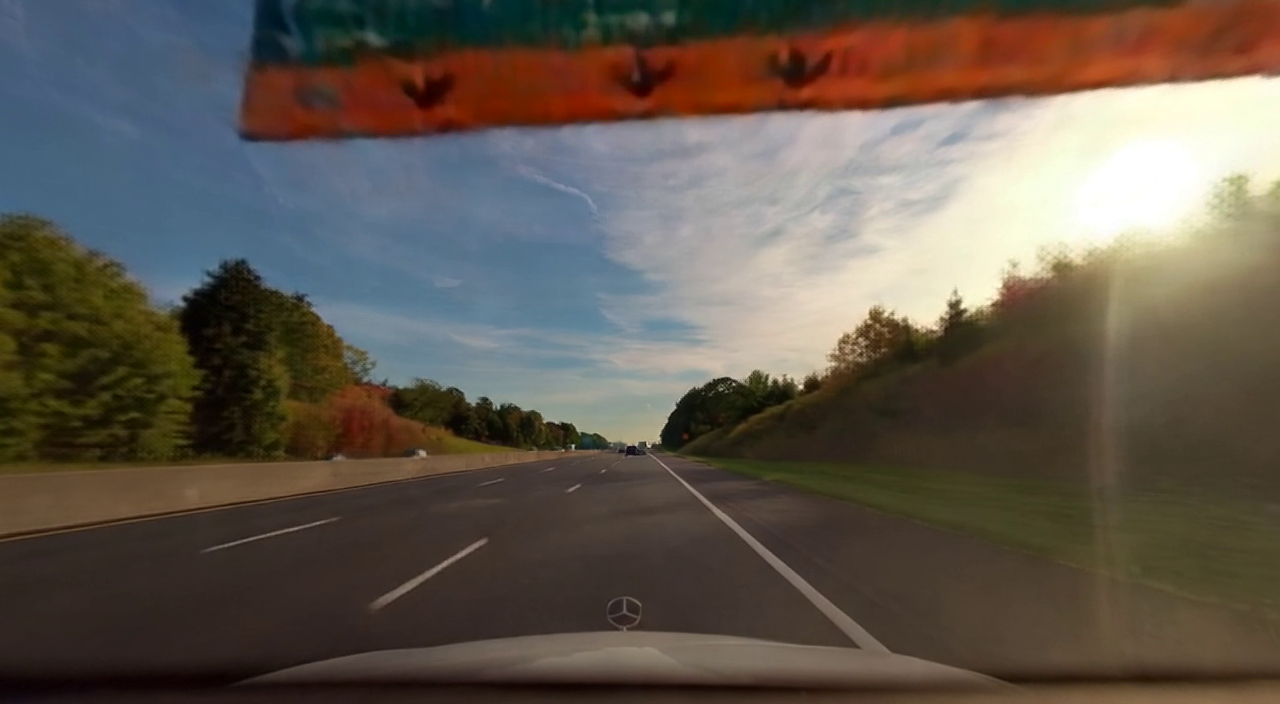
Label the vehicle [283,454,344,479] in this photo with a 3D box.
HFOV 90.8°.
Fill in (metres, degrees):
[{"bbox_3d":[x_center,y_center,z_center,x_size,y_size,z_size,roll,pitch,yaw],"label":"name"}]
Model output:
[{"bbox_3d":[-21.011,7.369,40.801,1.776,1.443,4.091,0,-9,0],"label":"vehicle"}]
